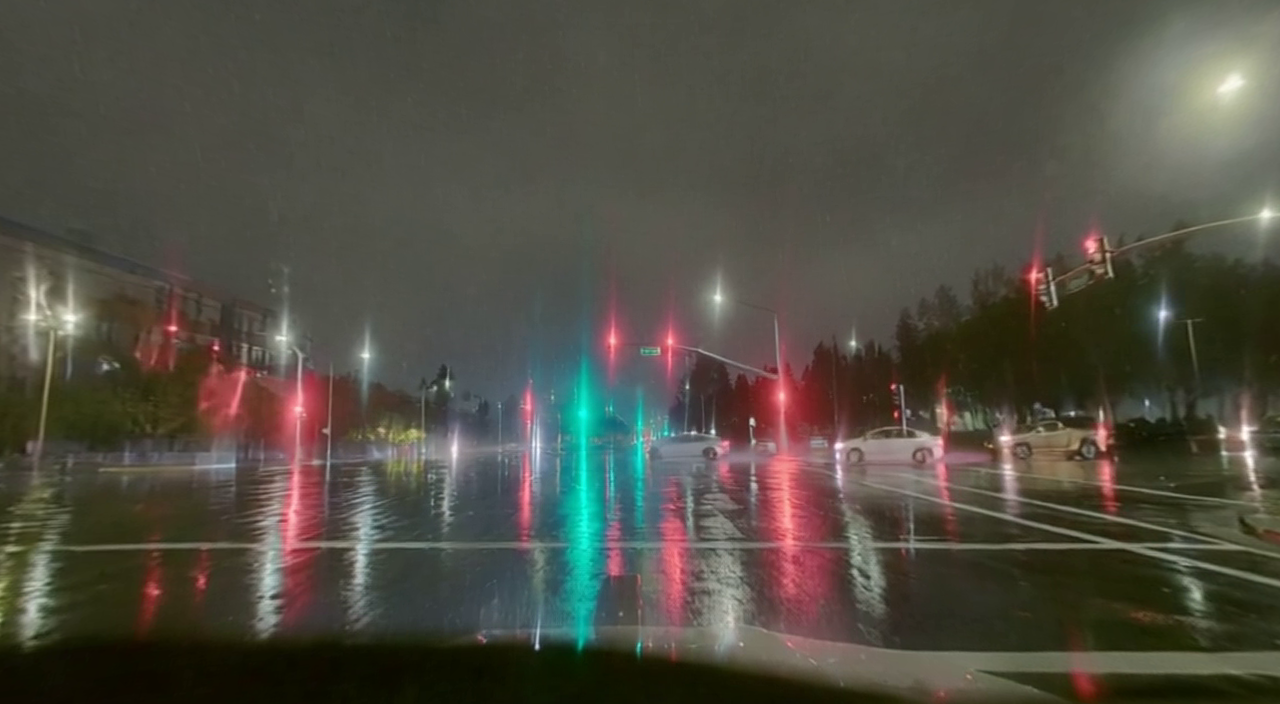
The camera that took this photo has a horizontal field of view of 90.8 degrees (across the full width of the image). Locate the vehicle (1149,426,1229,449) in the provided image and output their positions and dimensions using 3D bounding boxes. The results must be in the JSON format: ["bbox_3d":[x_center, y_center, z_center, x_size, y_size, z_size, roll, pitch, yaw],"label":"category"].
[{"bbox_3d":[36.570,5.765,42.222,1.726,1.429,4.163,-1,-8,2],"label":"vehicle"}]

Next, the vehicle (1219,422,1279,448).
[{"bbox_3d":[42.261,5.583,42.326,2.037,1.614,5.175,0,-8,0],"label":"vehicle"}]

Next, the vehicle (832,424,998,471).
[{"bbox_3d":[9.514,3.326,22.097,4.916,1.504,1.846,0,-8,-2],"label":"vehicle"}]

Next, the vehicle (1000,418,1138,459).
[{"bbox_3d":[18.935,3.864,28.070,4.571,1.698,1.977,-1,-8,4],"label":"vehicle"}]

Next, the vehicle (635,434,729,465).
[{"bbox_3d":[1.870,4.365,28.332,4.046,1.306,1.719,-1,-8,5],"label":"vehicle"}]
